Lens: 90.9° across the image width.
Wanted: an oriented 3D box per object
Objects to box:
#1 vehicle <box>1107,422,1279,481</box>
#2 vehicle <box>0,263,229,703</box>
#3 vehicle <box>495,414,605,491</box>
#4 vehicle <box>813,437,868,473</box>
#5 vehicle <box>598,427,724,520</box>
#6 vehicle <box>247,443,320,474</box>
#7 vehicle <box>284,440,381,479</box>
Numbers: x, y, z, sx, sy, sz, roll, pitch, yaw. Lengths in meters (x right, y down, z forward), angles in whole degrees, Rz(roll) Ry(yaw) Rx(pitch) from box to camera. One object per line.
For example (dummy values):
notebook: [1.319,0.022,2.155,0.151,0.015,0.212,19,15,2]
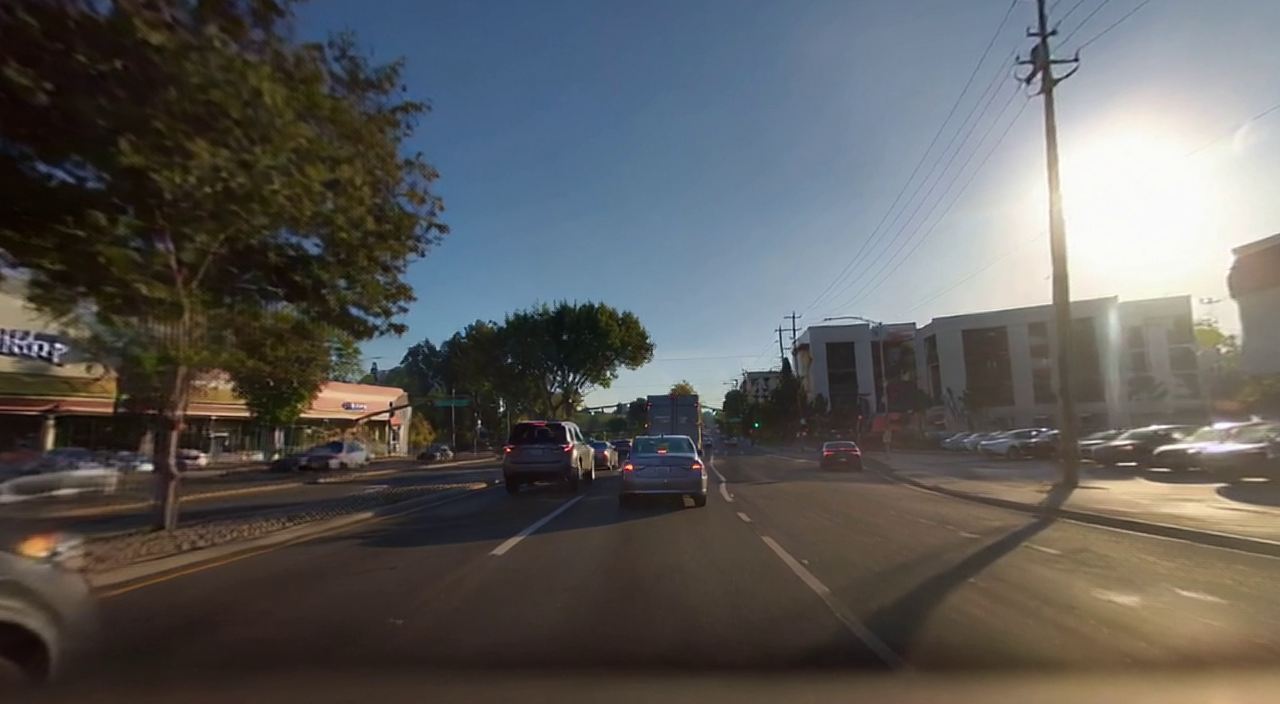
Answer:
vehicle: [15.598,2.667,17.039,4.436,1.466,1.875,0,-8,-2]
vehicle: [-3.074,0.442,0.556,2.124,1.829,4.799,0,-8,1]
vehicle: [-2.444,2.953,18.727,2.289,1.935,5.227,-1,-8,2]
vehicle: [9.042,4.661,28.703,1.900,1.507,4.151,-2,-8,11]
vehicle: [0.324,2.295,12.432,2.061,1.494,4.079,0,-8,0]
vehicle: [-21.181,6.326,37.654,1.923,1.703,4.520,0,-8,-3]
vehicle: [-12.501,4.390,25.957,2.011,1.456,4.143,0,-8,-2]
